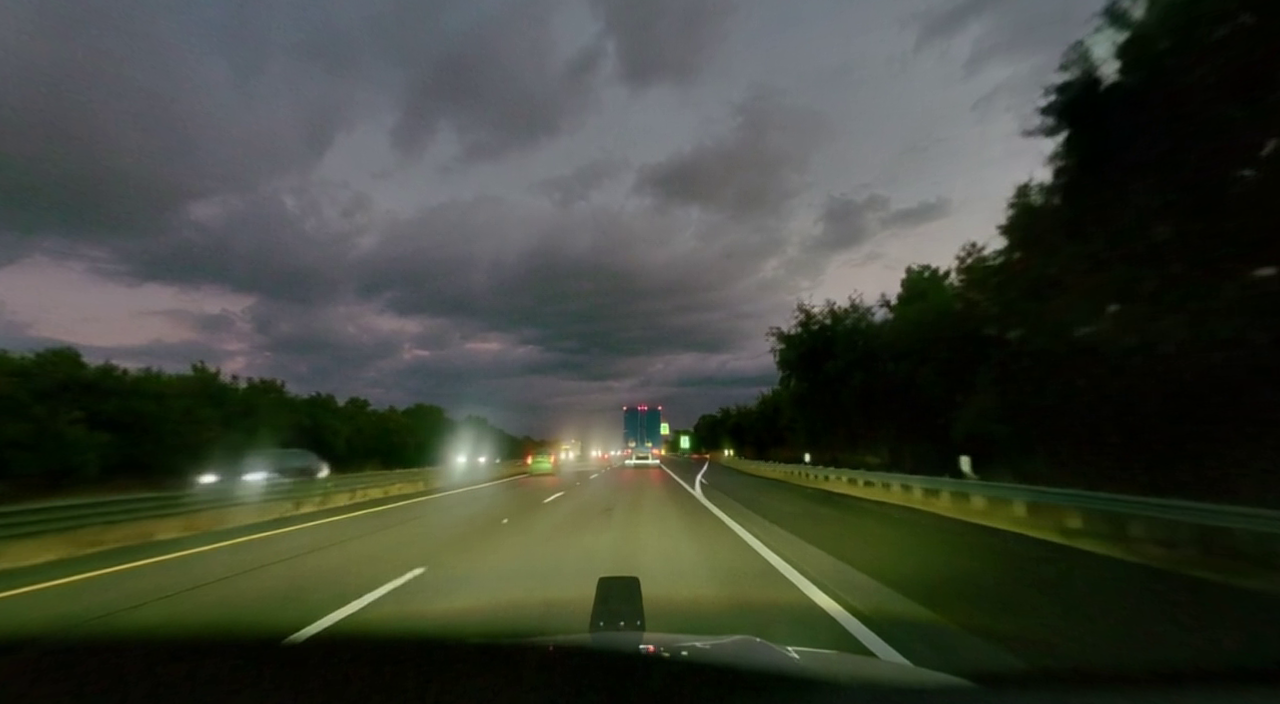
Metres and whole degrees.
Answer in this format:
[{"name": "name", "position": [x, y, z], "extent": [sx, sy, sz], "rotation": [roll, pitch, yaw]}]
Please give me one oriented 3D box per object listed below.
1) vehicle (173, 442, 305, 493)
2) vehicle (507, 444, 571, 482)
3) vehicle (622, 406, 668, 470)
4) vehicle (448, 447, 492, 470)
[{"name": "vehicle", "position": [-13.577, 3.910, 21.689], "extent": [1.828, 1.576, 4.143], "rotation": [0, -9, -1]}, {"name": "vehicle", "position": [-4.430, 4.965, 28.480], "extent": [2.051, 1.538, 4.569], "rotation": [0, -9, 1]}, {"name": "vehicle", "position": [0.350, 6.114, 44.375], "extent": [2.899, 3.966, 10.053], "rotation": [0, -8, 0]}, {"name": "vehicle", "position": [-13.029, 8.170, 48.576], "extent": [1.985, 1.594, 4.906], "rotation": [0, -9, 1]}]
